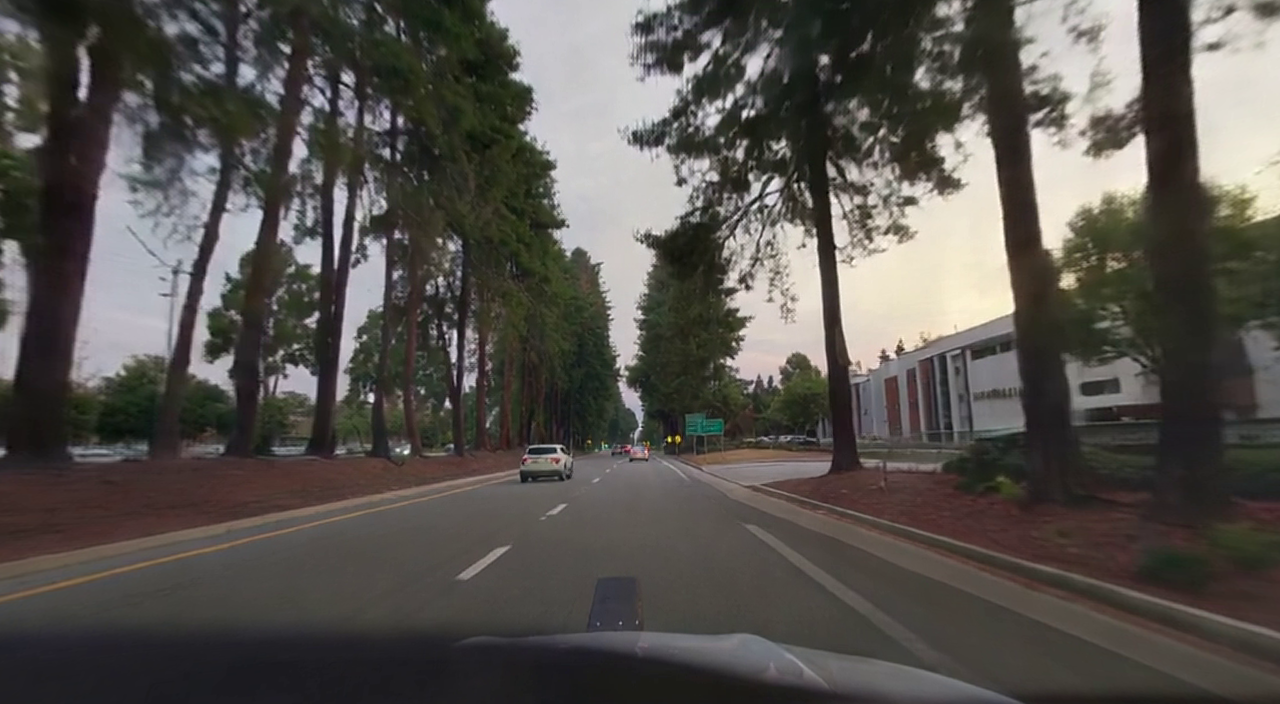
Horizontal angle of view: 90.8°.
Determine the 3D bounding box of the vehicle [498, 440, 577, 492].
[{"bbox_3d":[-3.352,3.835,21.583,1.942,1.588,4.172,0,-9,1],"label":"vehicle"}]
